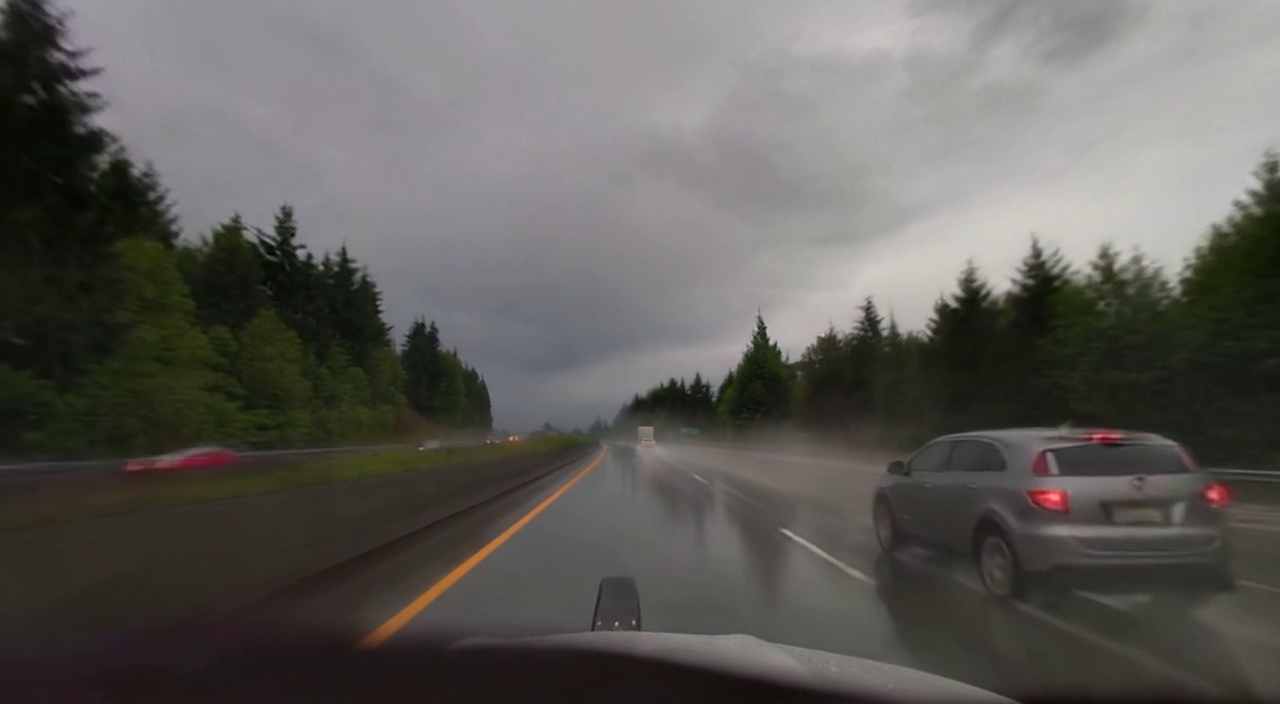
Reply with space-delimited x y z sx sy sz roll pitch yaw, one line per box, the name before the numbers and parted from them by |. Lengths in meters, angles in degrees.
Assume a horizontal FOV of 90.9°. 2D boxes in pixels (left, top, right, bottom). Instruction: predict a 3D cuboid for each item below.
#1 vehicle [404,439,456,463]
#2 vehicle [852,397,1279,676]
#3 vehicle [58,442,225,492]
vehicle | -13.689 6.454 41.314 1.905 1.464 4.510 0 -8 -1
vehicle | 3.670 1.309 5.673 1.958 1.526 4.227 0 -8 -1
vehicle | -16.869 3.863 21.732 1.917 1.484 4.826 0 -8 -1
